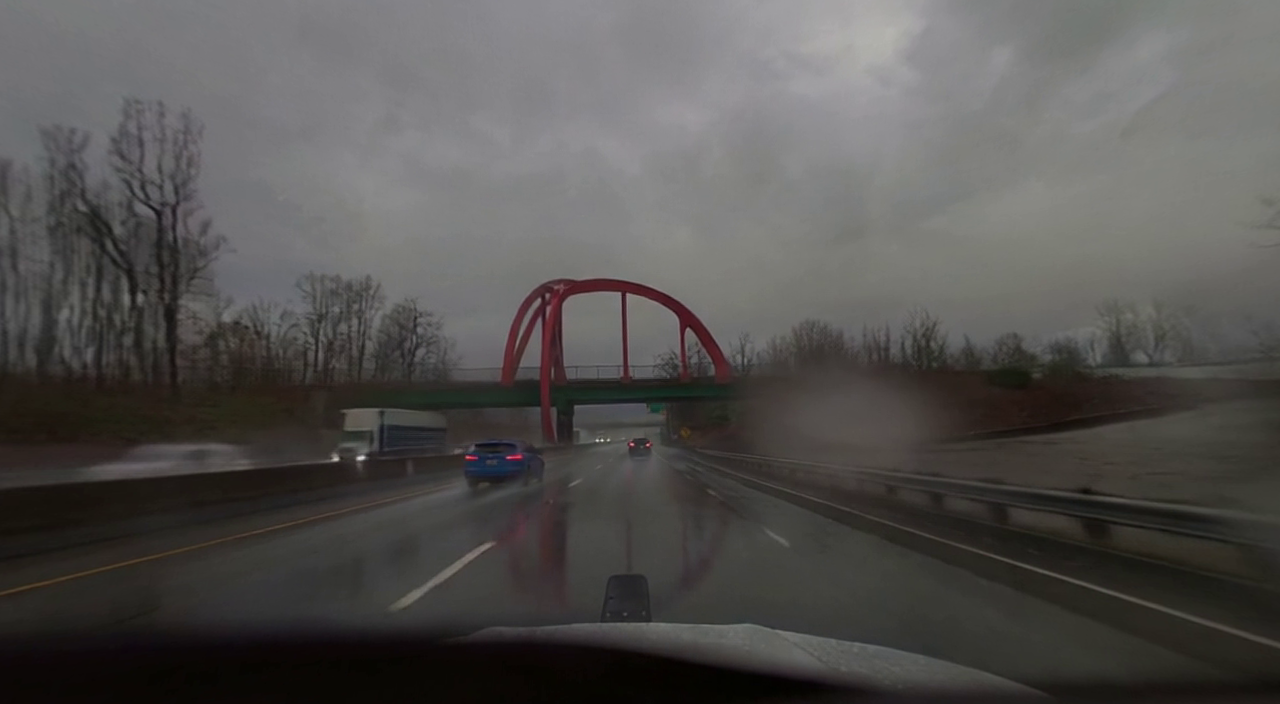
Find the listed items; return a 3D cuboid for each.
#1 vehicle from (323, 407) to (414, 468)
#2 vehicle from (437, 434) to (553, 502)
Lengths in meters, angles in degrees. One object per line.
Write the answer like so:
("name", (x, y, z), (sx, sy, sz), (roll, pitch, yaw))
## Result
("vehicle", (-18.778, 5.994, 43.969), (3.180, 3.898, 7.073), (0, -8, -1))
("vehicle", (-3.663, 3.025, 16.776), (2.052, 1.556, 4.405), (0, -9, 0))
